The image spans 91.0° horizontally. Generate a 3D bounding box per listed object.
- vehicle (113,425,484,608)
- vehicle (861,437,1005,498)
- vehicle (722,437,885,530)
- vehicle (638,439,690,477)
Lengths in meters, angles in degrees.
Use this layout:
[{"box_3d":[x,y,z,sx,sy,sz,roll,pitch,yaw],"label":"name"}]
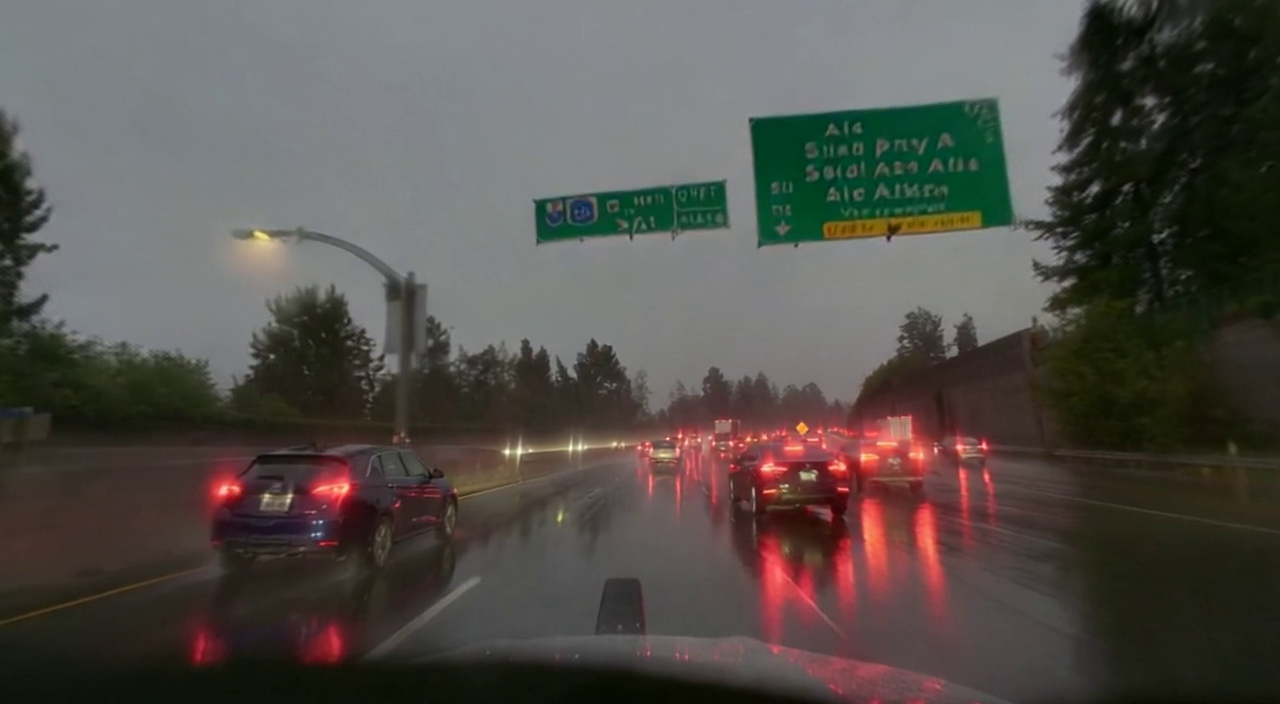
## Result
[{"box_3d":[-3.521,1.765,7.738,1.937,1.558,4.469,0,-9,2],"label":"vehicle"},{"box_3d":[8.179,3.261,18.172,2.014,1.506,4.626,0,-9,2],"label":"vehicle"},{"box_3d":[2.945,2.486,12.517,2.009,1.489,4.559,0,-9,0],"label":"vehicle"},{"box_3d":[1.121,4.793,28.675,2.201,1.614,3.803,0,-9,3],"label":"vehicle"}]
